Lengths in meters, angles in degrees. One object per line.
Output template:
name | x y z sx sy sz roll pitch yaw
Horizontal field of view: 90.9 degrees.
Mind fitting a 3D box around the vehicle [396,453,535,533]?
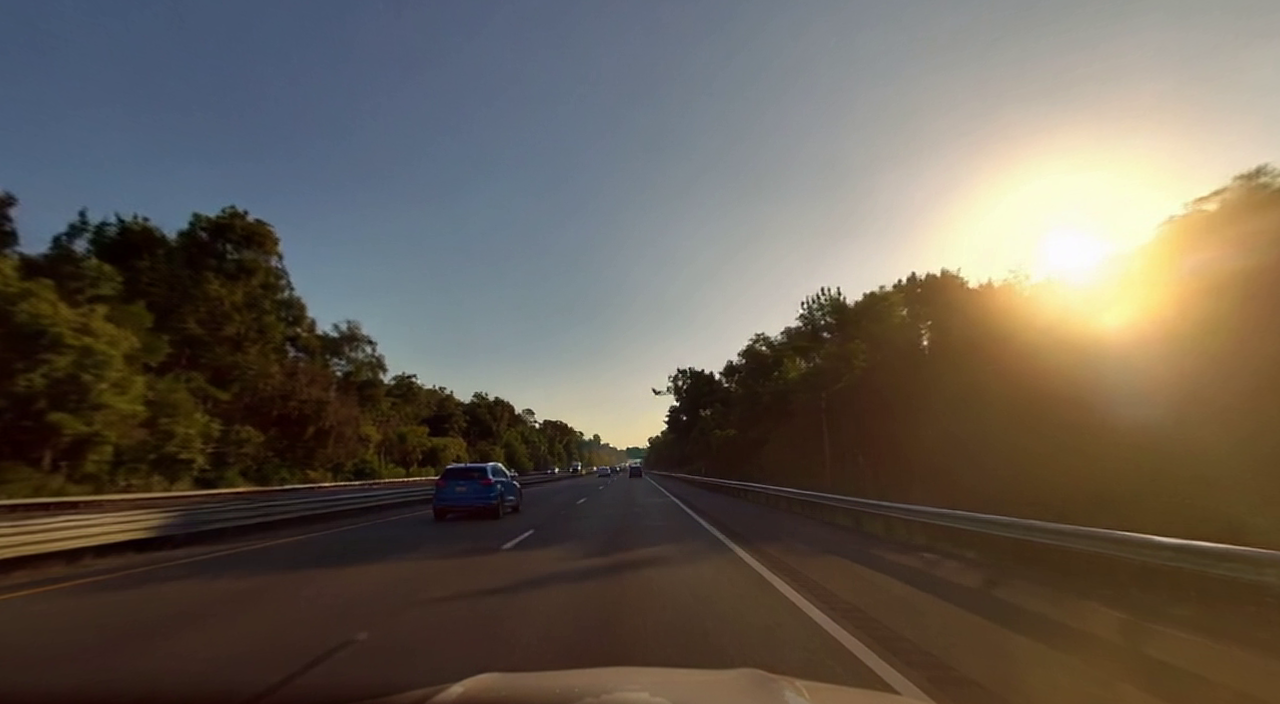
vehicle | -3.817 3.192 14.624 2.017 1.516 4.041 1 -11 1
